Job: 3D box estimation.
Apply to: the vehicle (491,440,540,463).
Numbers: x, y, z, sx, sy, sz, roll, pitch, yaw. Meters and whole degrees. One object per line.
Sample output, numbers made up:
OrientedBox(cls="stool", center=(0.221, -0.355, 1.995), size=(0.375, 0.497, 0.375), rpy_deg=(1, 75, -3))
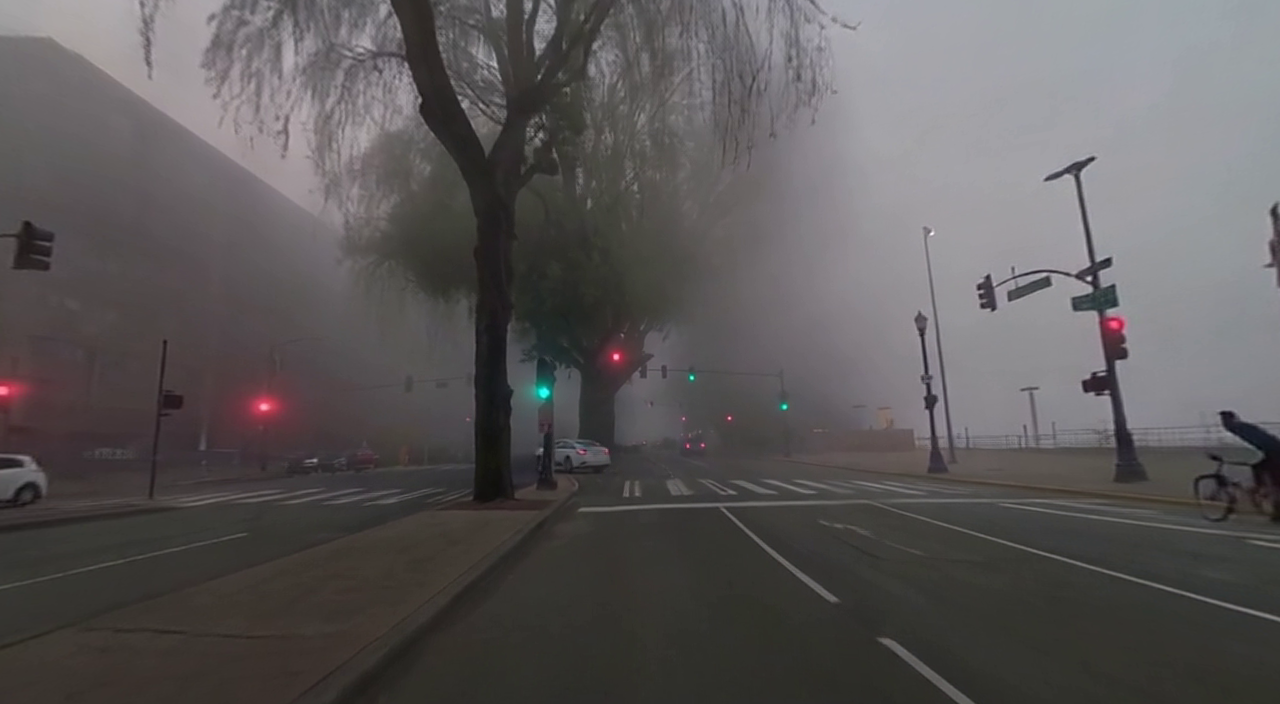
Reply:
OrientedBox(cls="vehicle", center=(-8.418, 6.661, 42.552), size=(2.036, 1.467, 3.979), rpy_deg=(4, -10, -29))

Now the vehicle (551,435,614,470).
OrientedBox(cls="vehicle", center=(-2.859, 4.788, 30.363), size=(2.123, 1.544, 4.158), rpy_deg=(2, -9, -18))

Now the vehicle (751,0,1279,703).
OrientedBox(cls="vehicle", center=(3.260, -0.258, 2.083), size=(3.250, 3.731, 13.693), rpy_deg=(0, -8, 0))
